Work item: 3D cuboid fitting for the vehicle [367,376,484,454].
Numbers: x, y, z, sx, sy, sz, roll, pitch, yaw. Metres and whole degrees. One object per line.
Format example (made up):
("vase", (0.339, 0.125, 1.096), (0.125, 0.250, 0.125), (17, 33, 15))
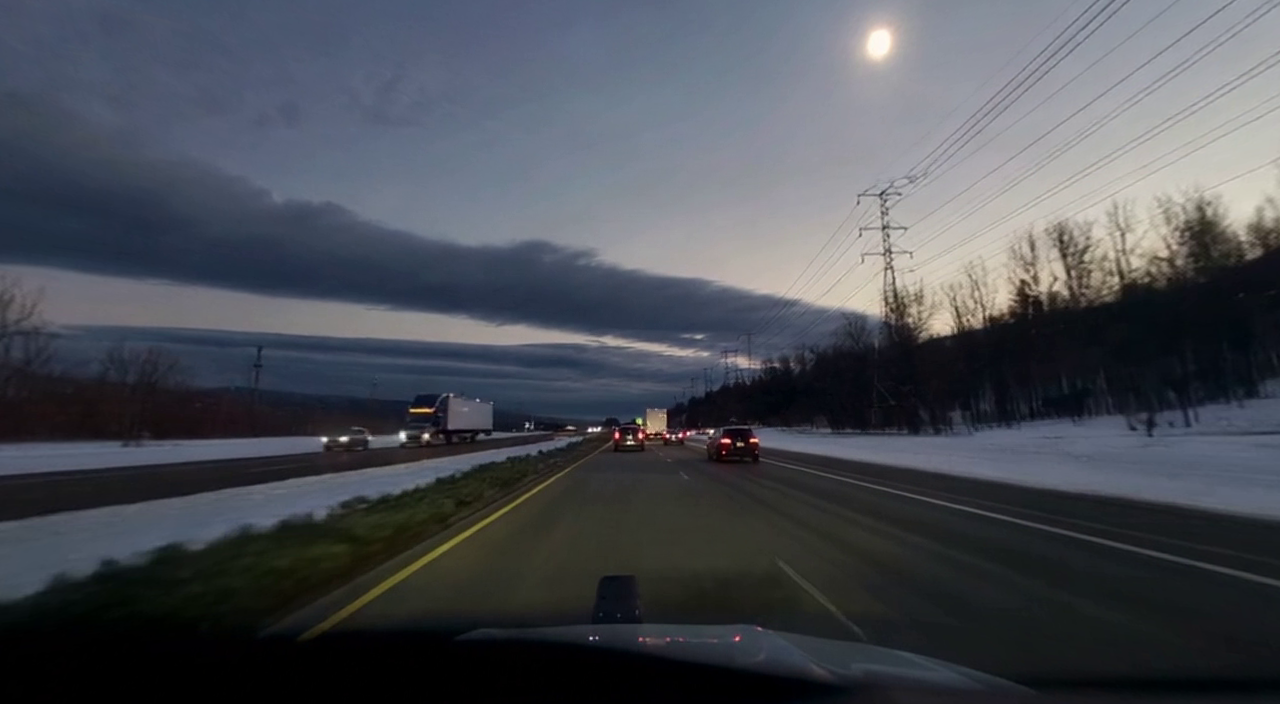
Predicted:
("vehicle", (-13.085, 4.265, 40.249), (2.921, 4.095, 13.845), (0, -8, -1))

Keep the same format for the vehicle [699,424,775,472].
("vehicle", (3.422, 3.477, 22.984), (2.062, 1.581, 3.914), (0, -8, -1))

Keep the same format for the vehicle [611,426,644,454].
("vehicle", (-0.789, 5.548, 39.730), (2.019, 1.642, 3.790), (0, -8, -1))
